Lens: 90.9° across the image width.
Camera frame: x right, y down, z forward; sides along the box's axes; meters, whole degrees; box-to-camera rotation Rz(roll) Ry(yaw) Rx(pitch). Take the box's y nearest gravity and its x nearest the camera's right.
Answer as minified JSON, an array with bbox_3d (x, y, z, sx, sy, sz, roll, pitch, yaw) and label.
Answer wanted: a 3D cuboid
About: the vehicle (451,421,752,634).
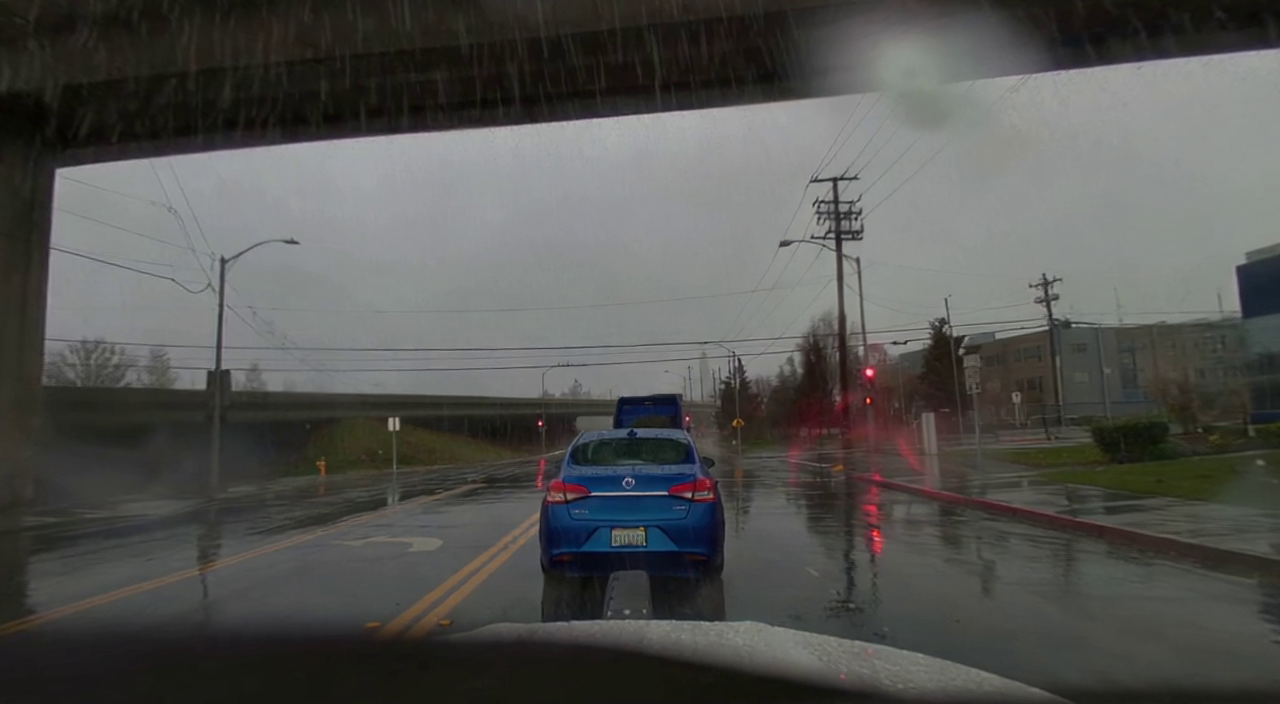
[{"bbox_3d":[-0.235,1.531,6.471,2.090,1.458,4.033,-1,-9,1],"label":"vehicle"}]
